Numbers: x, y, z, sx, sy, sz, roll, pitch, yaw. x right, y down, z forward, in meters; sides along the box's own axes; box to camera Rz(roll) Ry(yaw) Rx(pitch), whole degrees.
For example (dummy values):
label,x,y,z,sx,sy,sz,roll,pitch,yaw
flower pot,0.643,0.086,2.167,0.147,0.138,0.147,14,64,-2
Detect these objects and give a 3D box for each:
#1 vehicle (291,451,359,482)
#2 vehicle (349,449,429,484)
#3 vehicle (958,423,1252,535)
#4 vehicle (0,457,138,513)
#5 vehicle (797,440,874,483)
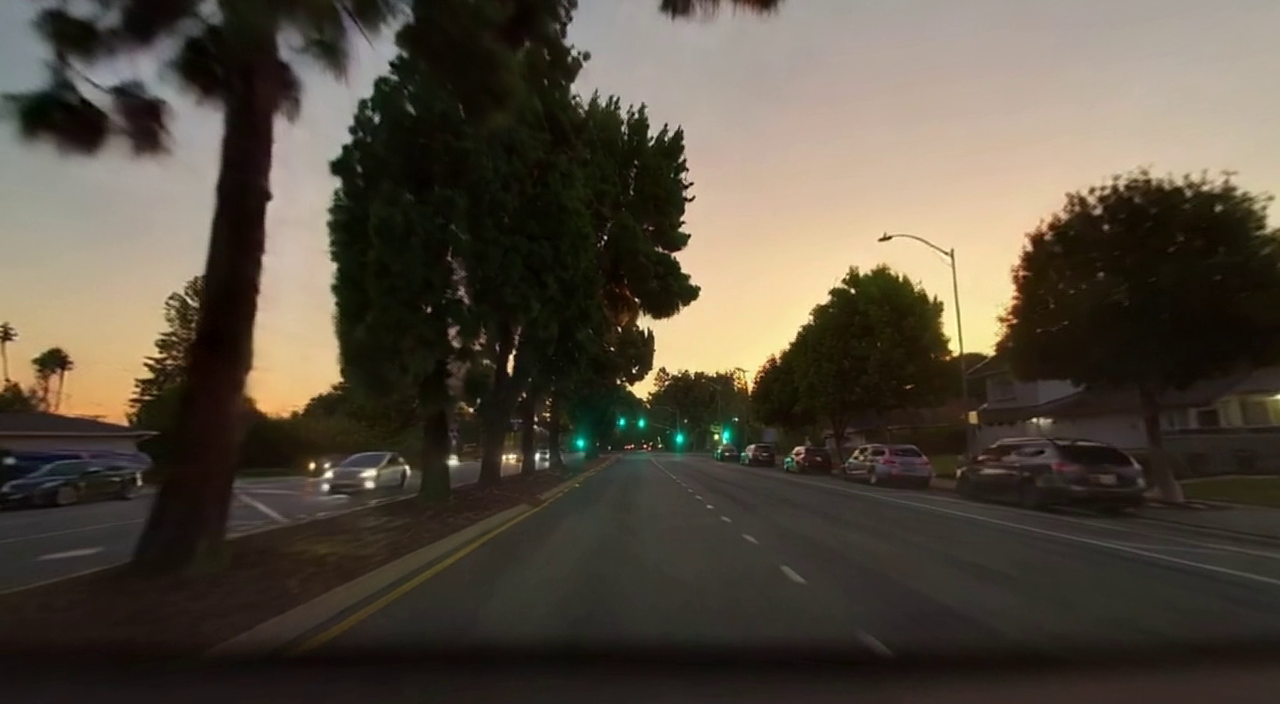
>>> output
label,x,y,z,sx,sy,sz,roll,pitch,yaw
vehicle,-18.415,6.701,37.183,1.842,1.660,4.120,0,-9,0
vehicle,-11.610,5.283,29.590,1.826,1.472,4.493,-1,-9,1
vehicle,9.803,2.708,14.266,2.209,1.982,5.787,0,-9,0
vehicle,-18.470,4.195,20.062,1.732,1.460,3.932,-5,-9,2
vehicle,9.811,5.522,32.293,2.176,1.893,5.744,2,-9,0
